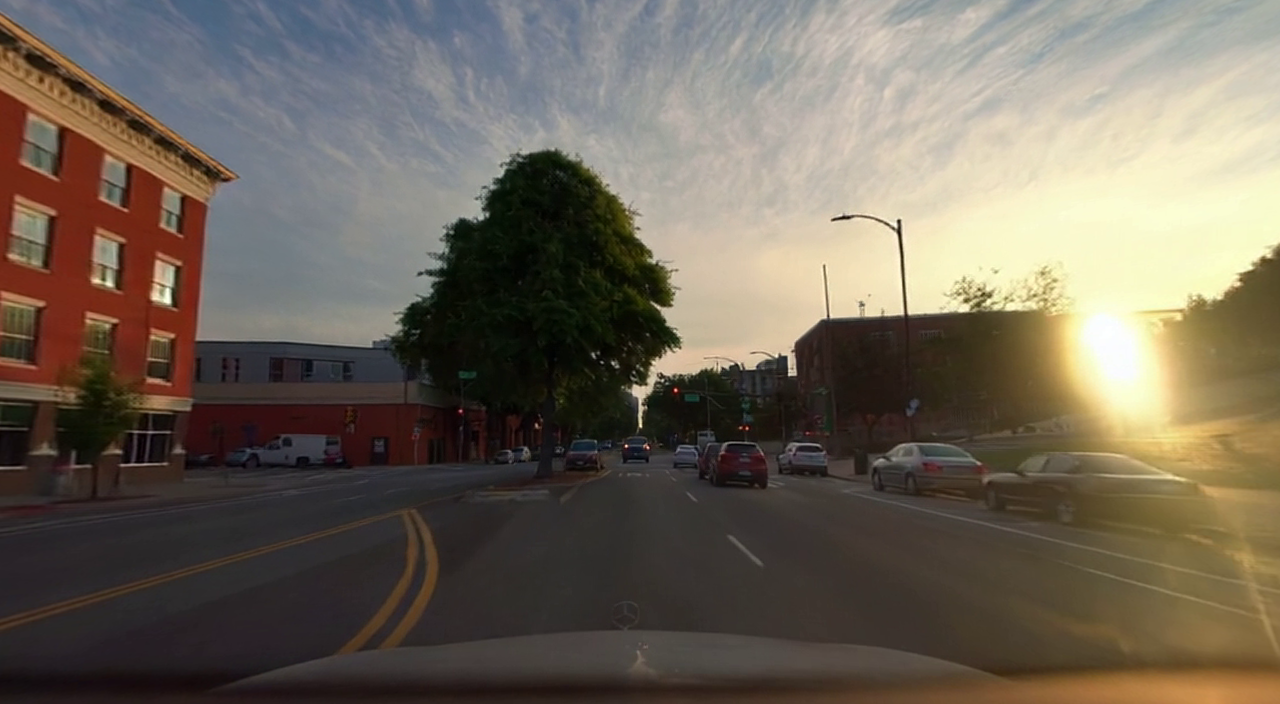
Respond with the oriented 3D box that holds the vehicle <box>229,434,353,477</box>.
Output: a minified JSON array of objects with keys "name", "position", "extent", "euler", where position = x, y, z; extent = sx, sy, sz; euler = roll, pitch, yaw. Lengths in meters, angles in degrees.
[{"name":"vehicle","position":[-23.604,7.011,43.028],"extent":[6.679,2.794,2.850],"euler":[0,-9,2]}]

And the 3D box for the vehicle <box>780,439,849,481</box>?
[{"name":"vehicle","position":[8.053,4.979,29.629],"extent":[1.959,1.719,4.538],"euler":[1,-7,0]}]

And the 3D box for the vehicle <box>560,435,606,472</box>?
[{"name":"vehicle","position":[-2.973,5.413,33.742],"extent":[2.297,1.812,4.244],"euler":[0,-8,-3]}]

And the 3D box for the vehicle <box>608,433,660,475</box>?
[{"name":"vehicle","position":[-0.251,4.873,30.419],"extent":[2.329,1.842,4.537],"euler":[0,-8,0]}]

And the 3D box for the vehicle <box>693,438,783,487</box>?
[{"name":"vehicle","position":[3.257,3.796,22.133],"extent":[2.238,1.499,4.964],"euler":[0,-8,-2]}]

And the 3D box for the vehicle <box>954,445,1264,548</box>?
[{"name":"vehicle","position":[8.192,2.507,11.830],"extent":[2.054,1.455,4.786],"euler":[0,-8,-1]}]

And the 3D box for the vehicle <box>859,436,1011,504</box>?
[{"name":"vehicle","position":[8.116,3.232,17.969],"extent":[1.963,1.649,4.562],"euler":[1,-8,-2]}]
